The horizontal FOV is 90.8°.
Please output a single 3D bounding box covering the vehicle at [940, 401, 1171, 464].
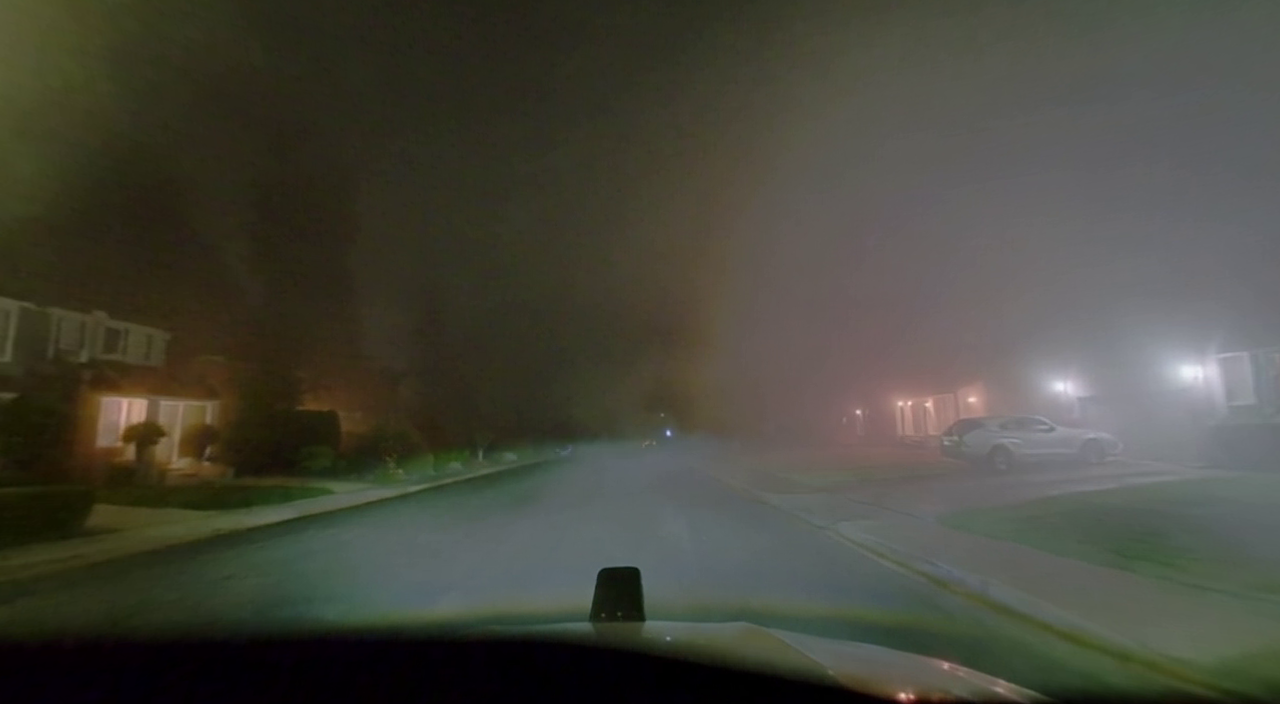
[{"bbox_3d":[11.249,2.238,17.422,4.894,1.616,1.965,-1,-9,2],"label":"vehicle"}]
